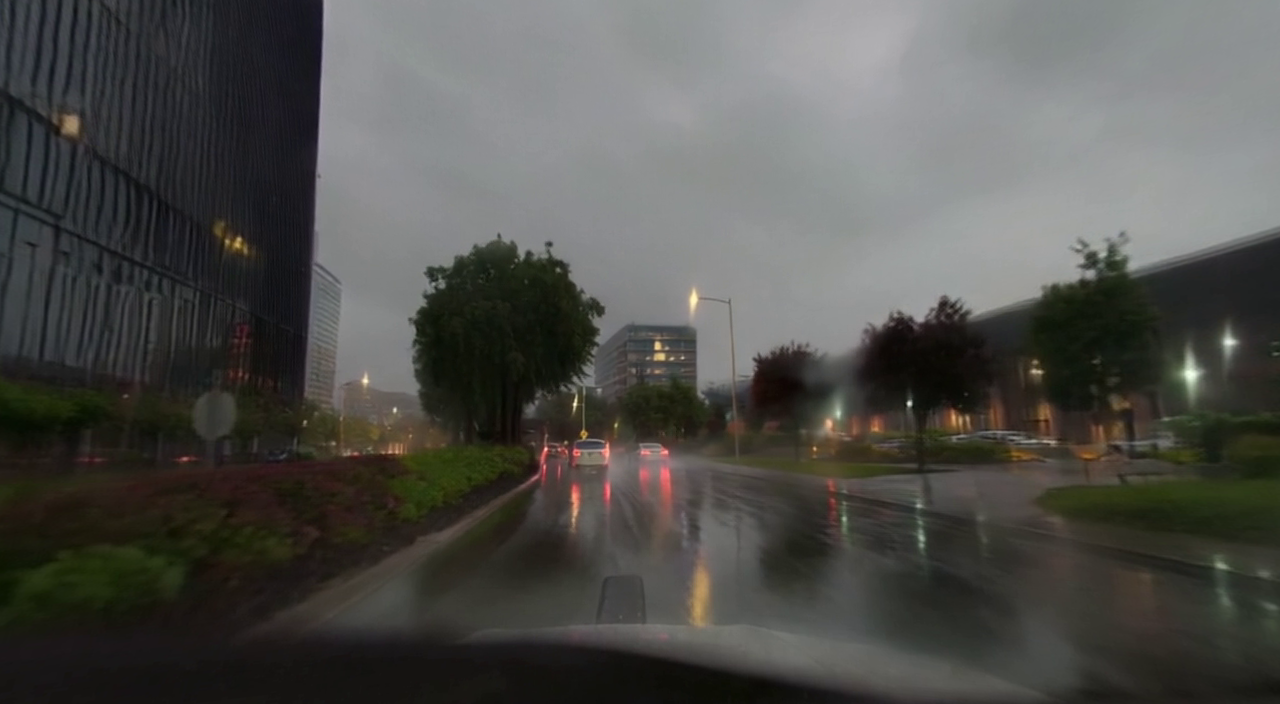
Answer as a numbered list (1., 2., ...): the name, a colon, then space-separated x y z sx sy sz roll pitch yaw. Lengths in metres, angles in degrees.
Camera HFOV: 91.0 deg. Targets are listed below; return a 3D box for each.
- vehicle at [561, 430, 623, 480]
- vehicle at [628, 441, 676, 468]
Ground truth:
1. vehicle: -1.924 3.997 24.562 2.173 1.761 4.374 1 -9 -6
2. vehicle: 0.668 6.280 38.750 2.116 1.506 4.355 2 -9 -10
